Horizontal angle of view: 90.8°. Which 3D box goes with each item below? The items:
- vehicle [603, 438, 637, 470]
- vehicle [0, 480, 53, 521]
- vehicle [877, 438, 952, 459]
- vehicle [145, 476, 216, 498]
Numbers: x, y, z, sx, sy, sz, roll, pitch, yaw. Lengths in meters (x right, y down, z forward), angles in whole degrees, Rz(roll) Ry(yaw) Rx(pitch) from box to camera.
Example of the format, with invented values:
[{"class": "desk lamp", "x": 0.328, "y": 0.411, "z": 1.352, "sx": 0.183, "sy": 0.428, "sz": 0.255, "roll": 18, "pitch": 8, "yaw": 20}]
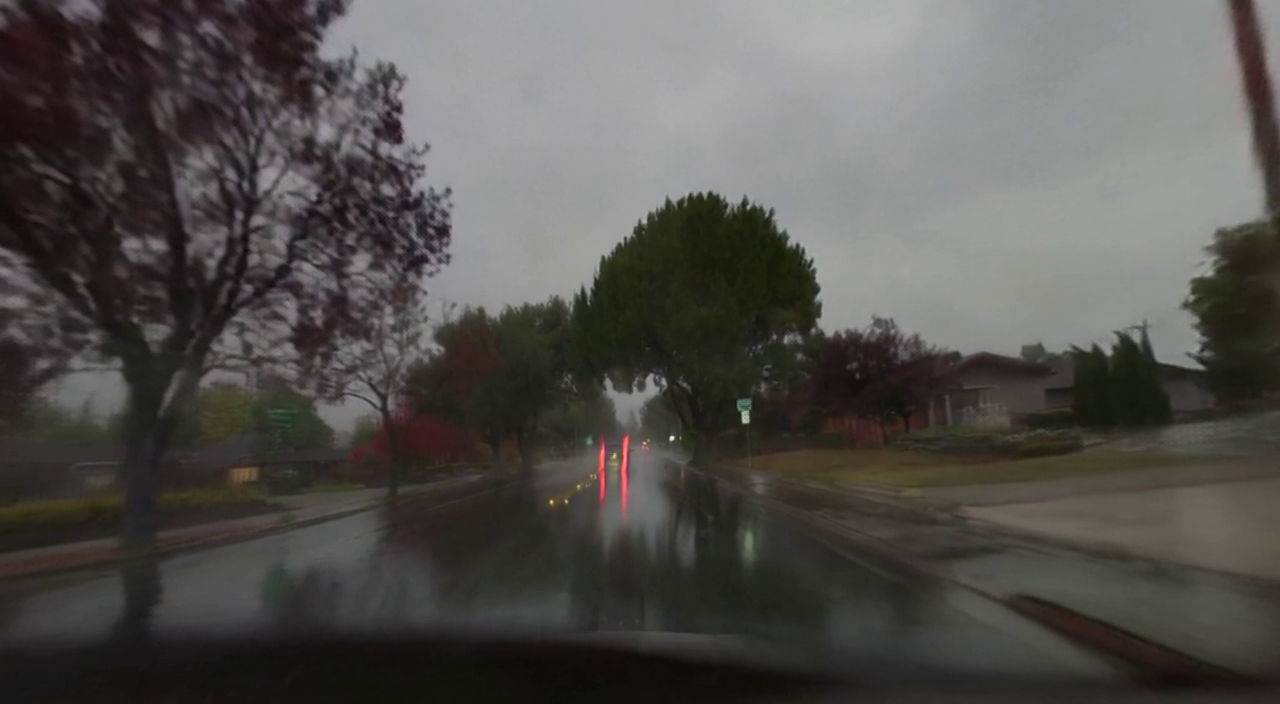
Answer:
[{"class": "vehicle", "x": -1.334, "y": 6.974, "z": 43.384, "sx": 2.210, "sy": 2.023, "sz": 4.663, "roll": 0, "pitch": -9, "yaw": -1}, {"class": "vehicle", "x": -29.994, "y": 6.935, "z": 29.683, "sx": 1.926, "sy": 1.552, "sz": 4.355, "roll": 4, "pitch": -9, "yaw": -22}, {"class": "vehicle", "x": 14.486, "y": 5.144, "z": 33.627, "sx": 1.987, "sy": 1.039, "sz": 4.499, "roll": 0, "pitch": -9, "yaw": 0}, {"class": "vehicle", "x": -31.005, "y": 9.126, "z": 42.693, "sx": 3.502, "sy": 1.310, "sz": 1.729, "roll": -1, "pitch": -8, "yaw": 5}]
